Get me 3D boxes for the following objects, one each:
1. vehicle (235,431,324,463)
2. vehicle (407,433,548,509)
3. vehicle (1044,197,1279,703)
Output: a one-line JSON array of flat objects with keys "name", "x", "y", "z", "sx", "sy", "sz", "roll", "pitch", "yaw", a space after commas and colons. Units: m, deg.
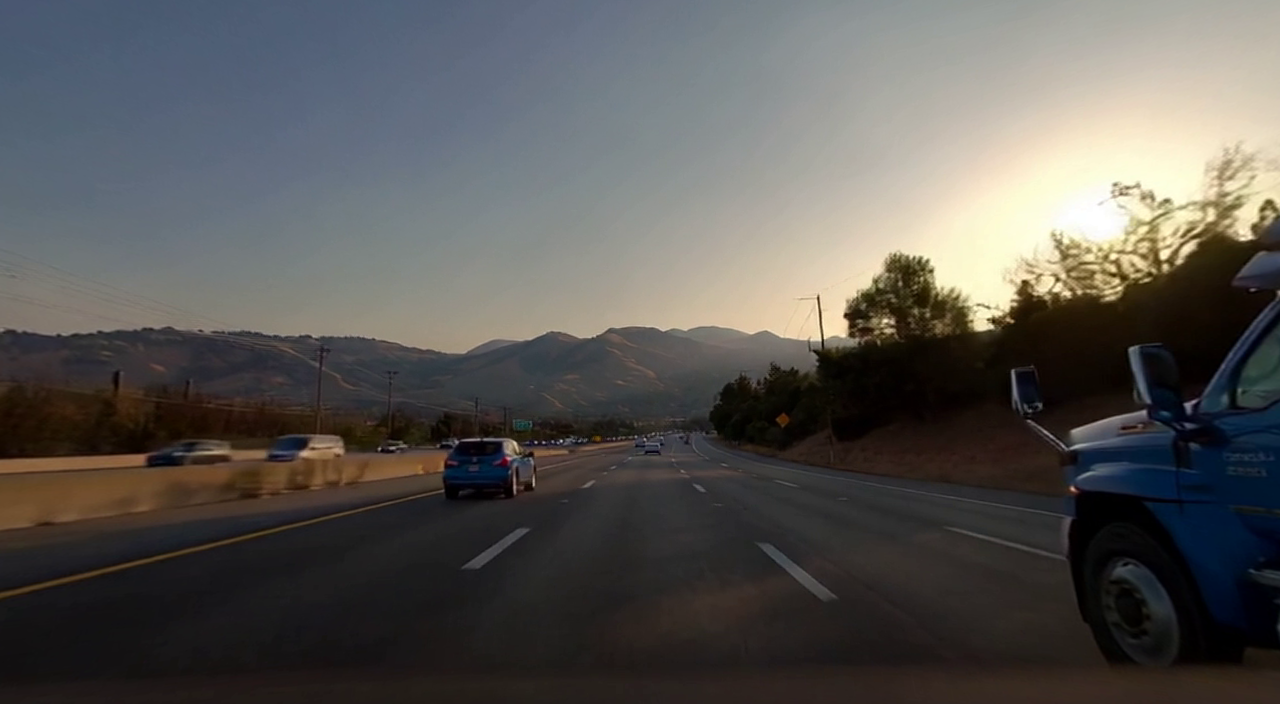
[{"name": "vehicle", "x": -25.467, "y": 6.759, "z": 44.660, "sx": 2.494, "sy": 2.042, "sz": 6.228, "roll": 0, "pitch": -9, "yaw": 1}, {"name": "vehicle", "x": -3.583, "y": 2.719, "z": 14.814, "sx": 1.974, "sy": 1.493, "sz": 4.563, "roll": 0, "pitch": -9, "yaw": 2}, {"name": "vehicle", "x": 3.654, "y": 0.252, "z": 0.345, "sx": 2.538, "sy": 2.228, "sz": 6.370, "roll": 0, "pitch": -9, "yaw": -1}]
